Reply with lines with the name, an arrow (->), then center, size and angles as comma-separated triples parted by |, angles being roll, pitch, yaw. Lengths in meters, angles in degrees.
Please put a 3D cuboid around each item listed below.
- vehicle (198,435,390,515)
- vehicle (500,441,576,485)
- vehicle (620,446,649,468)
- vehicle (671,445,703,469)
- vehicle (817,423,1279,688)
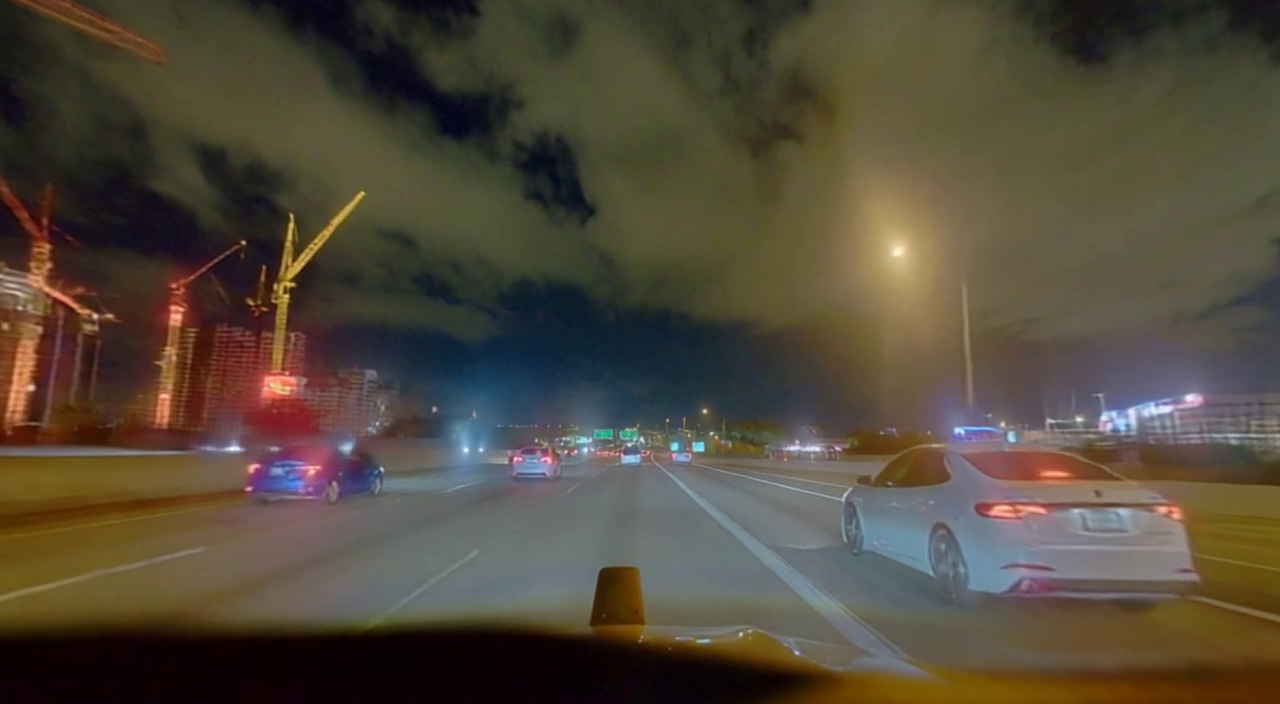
vehicle -> -7.595, 2.711, 14.461 | 1.951, 1.528, 4.209 | 0, -8, 0
vehicle -> -3.834, 4.237, 24.611 | 2.136, 1.512, 4.488 | 0, -8, 1
vehicle -> -0.421, 7.628, 46.164 | 2.019, 1.472, 3.971 | 1, -8, 0
vehicle -> 3.384, 7.635, 46.107 | 1.978, 1.602, 4.092 | 1, -8, -1
vehicle -> 3.336, 1.493, 5.905 | 1.995, 1.486, 4.463 | 1, -8, -1
